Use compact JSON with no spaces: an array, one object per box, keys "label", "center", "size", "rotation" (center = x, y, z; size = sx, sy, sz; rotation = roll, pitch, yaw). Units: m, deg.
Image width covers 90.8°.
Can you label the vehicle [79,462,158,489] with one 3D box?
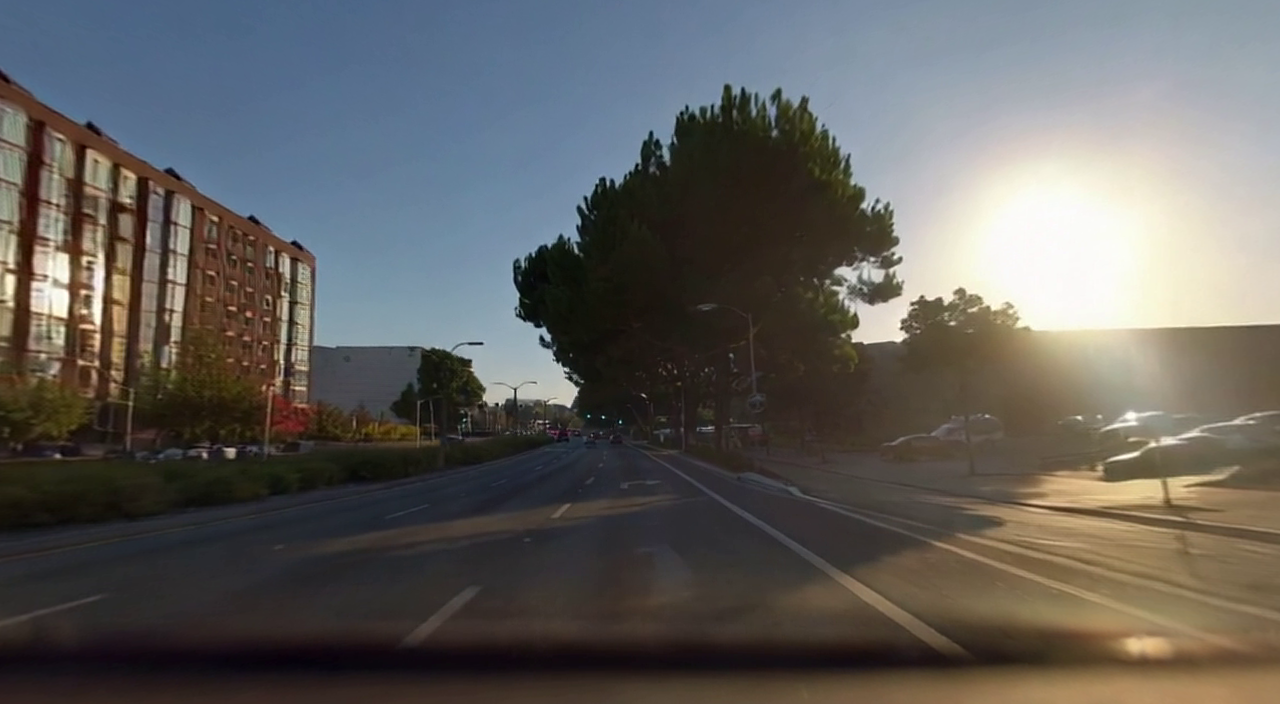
[{"label":"vehicle","center":[-32.855,7.773,39.926],"size":[1.794,1.427,3.715],"rotation":[2,-9,0]}]
